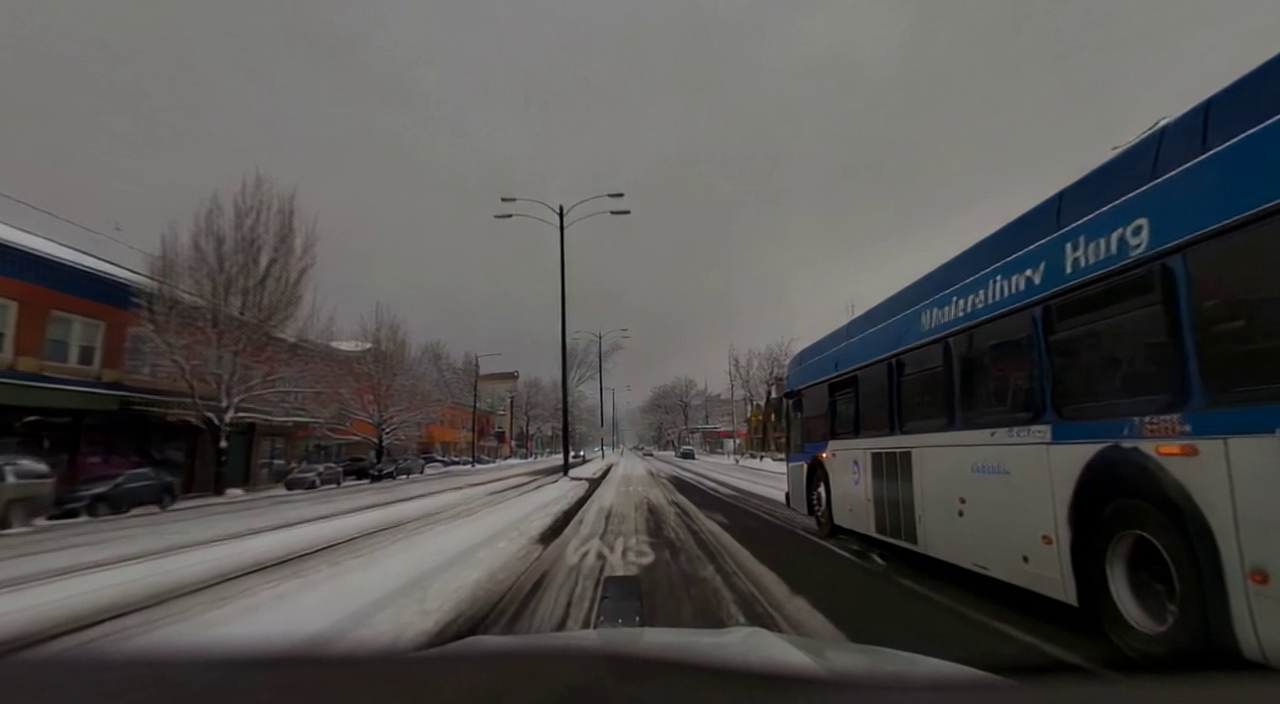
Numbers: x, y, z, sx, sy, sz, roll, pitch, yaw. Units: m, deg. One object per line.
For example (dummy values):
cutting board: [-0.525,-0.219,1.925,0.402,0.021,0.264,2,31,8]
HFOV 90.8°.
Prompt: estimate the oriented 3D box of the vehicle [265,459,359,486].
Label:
vehicle: [-19.340,7.098,37.397,4.522,1.469,1.840,1,-9,-4]

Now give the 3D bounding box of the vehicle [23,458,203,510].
vehicle: [-17.897,4.485,21.652,4.246,1.612,1.914,1,-9,-7]

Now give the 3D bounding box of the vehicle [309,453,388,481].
vehicle: [-19.619,7.745,42.673,4.325,1.777,1.948,0,-9,0]

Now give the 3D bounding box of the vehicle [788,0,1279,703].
vehicle: [4.384,0.427,4.935,3.194,3.345,12.428,0,-9,-1]
